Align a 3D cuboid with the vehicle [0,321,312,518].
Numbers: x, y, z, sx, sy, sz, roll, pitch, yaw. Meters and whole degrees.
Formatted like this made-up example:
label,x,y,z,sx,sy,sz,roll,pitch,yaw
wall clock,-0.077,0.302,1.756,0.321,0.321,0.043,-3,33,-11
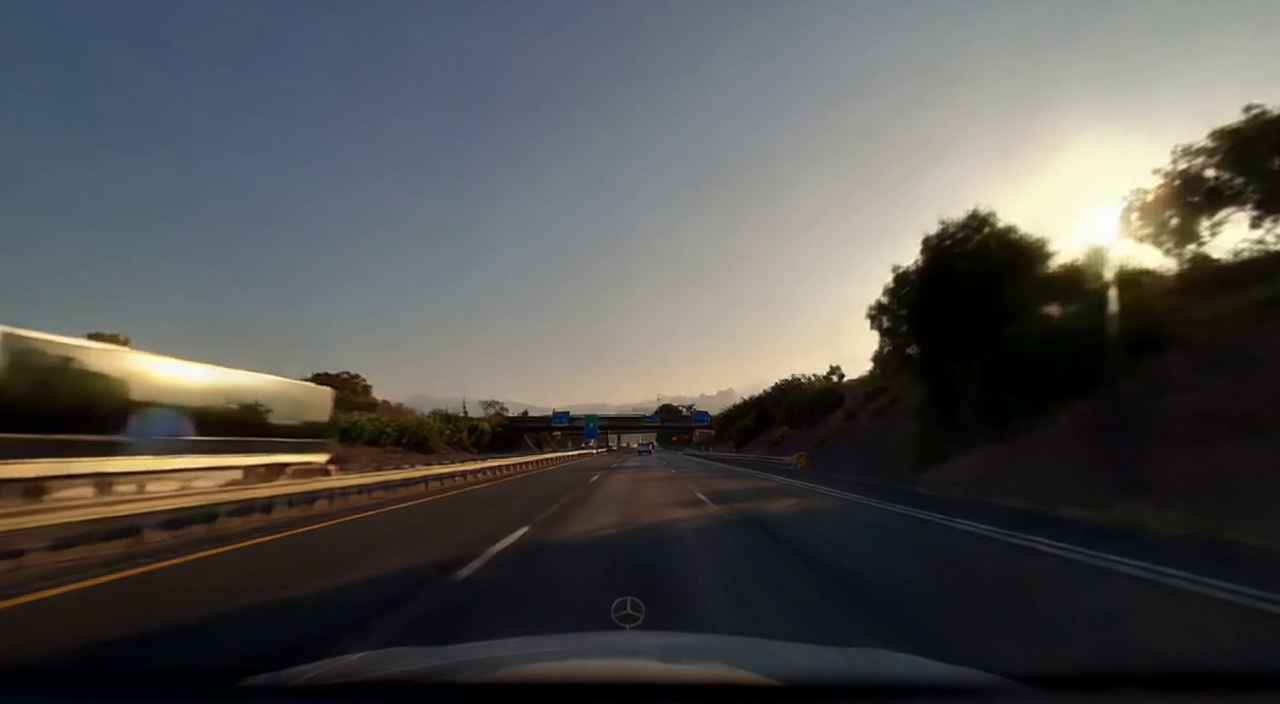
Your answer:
label,x,y,z,sx,sy,sz,roll,pitch,yaw
vehicle,-14.951,2.185,18.540,2.953,4.112,14.059,0,-8,0
